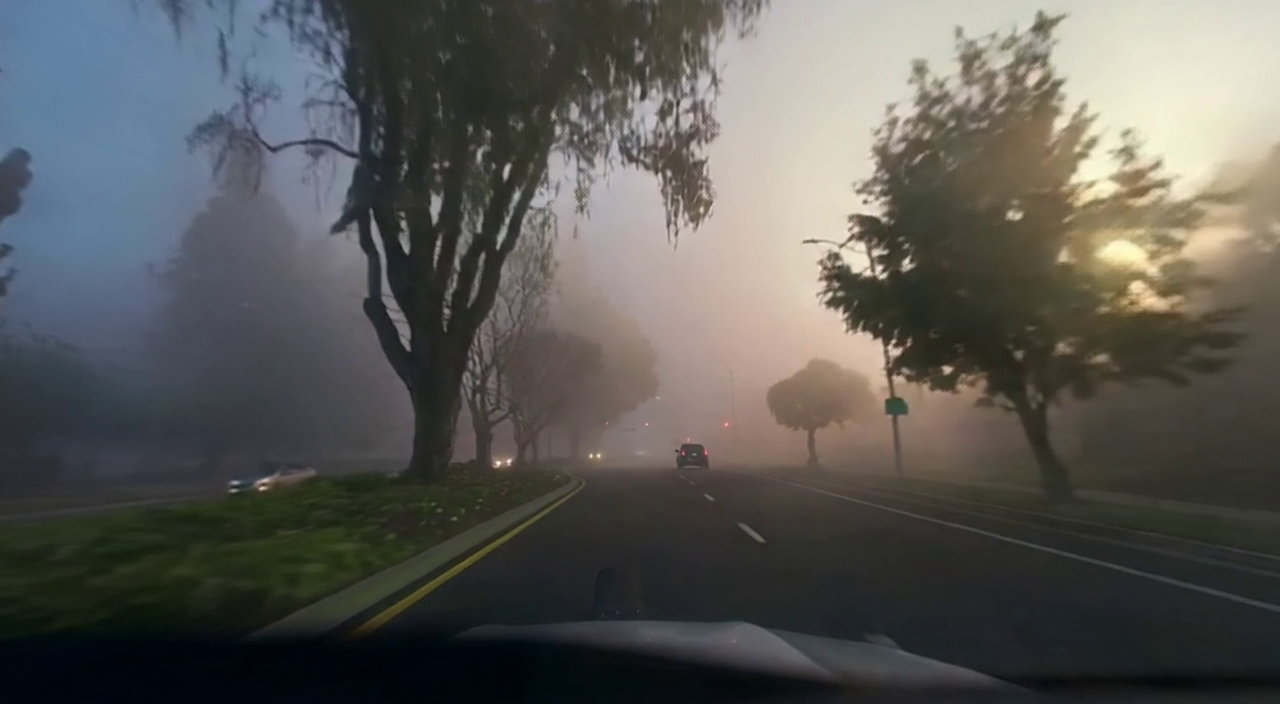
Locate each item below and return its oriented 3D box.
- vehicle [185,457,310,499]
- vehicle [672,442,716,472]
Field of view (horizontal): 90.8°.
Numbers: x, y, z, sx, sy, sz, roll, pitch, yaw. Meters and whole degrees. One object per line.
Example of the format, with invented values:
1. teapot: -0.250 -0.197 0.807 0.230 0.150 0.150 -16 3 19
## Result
1. vehicle: -16.171 5.184 26.410 2.185 1.468 4.735 0 -9 0
2. vehicle: 3.369 6.710 40.703 2.229 1.795 4.927 0 -9 -2
